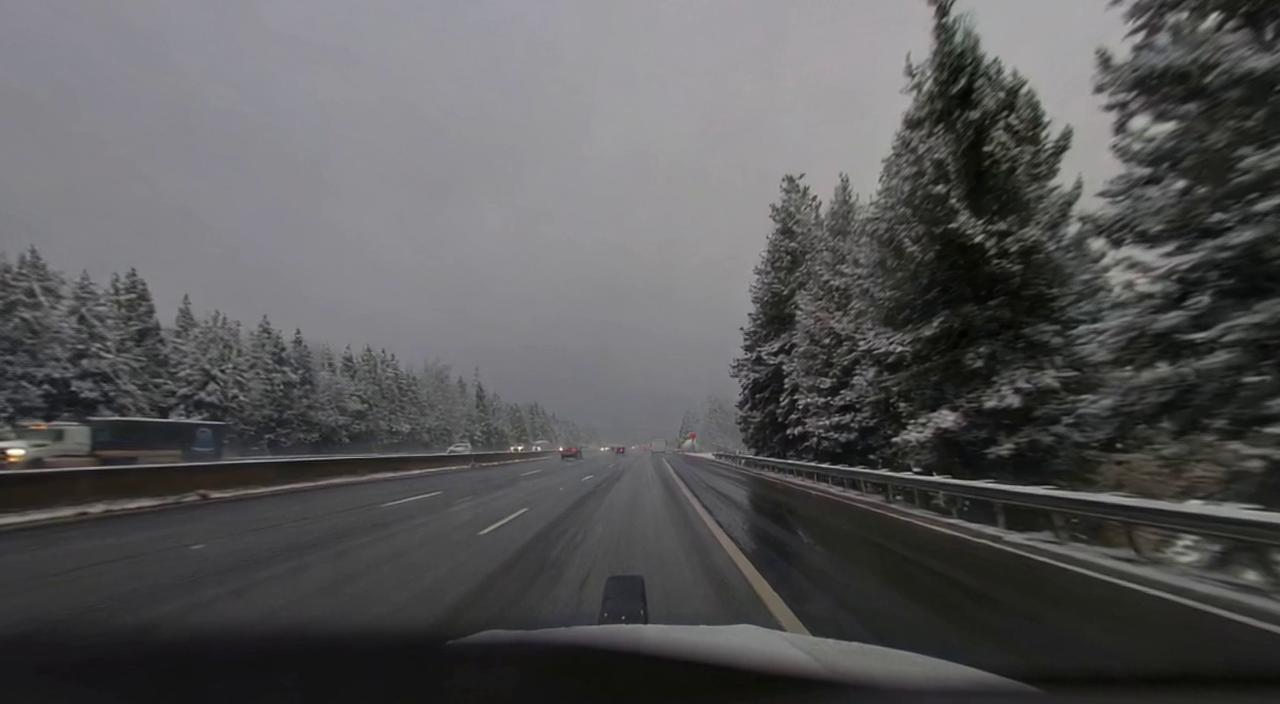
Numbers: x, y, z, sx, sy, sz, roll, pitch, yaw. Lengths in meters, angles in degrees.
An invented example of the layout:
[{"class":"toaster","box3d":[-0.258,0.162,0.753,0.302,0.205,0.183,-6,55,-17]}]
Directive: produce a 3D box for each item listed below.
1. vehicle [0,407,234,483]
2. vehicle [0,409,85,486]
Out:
[{"class":"vehicle","box3d":[-35.133,6.405,43.276,2.951,4.166,16.562,0,-8,1]},{"class":"vehicle","box3d":[-35.286,5.269,34.620,2.956,3.992,6.619,0,-8,2]}]
